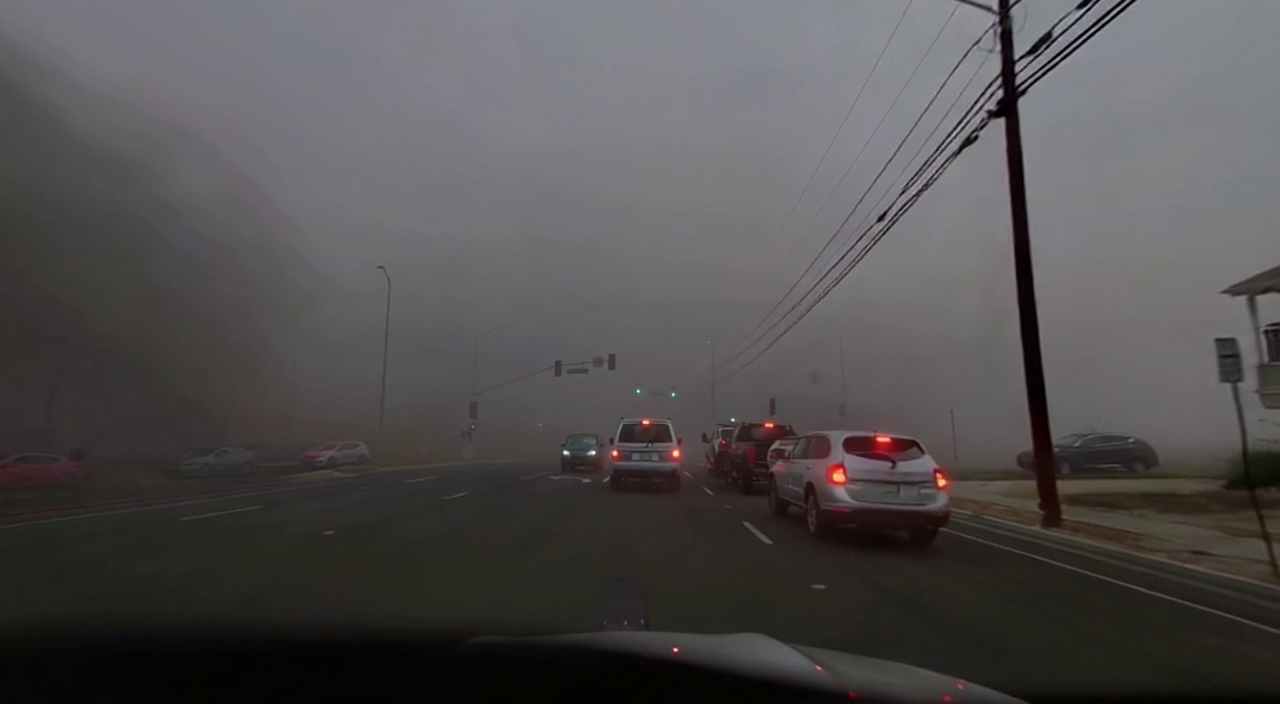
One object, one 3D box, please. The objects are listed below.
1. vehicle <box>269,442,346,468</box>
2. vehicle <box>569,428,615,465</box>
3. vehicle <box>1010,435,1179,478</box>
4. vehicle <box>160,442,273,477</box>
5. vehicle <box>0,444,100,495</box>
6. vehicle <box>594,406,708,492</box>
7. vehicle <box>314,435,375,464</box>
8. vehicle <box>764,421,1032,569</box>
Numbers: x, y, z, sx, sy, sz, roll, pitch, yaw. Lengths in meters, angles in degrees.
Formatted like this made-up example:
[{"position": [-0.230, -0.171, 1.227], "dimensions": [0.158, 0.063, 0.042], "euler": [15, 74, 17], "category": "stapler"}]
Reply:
[{"position": [-19.593, 6.073, 37.384], "dimensions": [1.830, 1.436, 4.771], "euler": [0, -8, 2], "category": "vehicle"}, {"position": [-2.536, 5.133, 34.334], "dimensions": [1.999, 1.864, 4.279], "euler": [0, -8, 3], "category": "vehicle"}, {"position": [16.632, 3.850, 23.279], "dimensions": [4.671, 1.495, 1.900], "euler": [-1, -8, 4], "category": "vehicle"}, {"position": [-19.670, 4.986, 29.566], "dimensions": [1.891, 1.460, 4.681], "euler": [0, -8, 3], "category": "vehicle"}, {"position": [-19.799, 3.601, 19.506], "dimensions": [1.866, 1.471, 4.770], "euler": [0, -8, 1], "category": "vehicle"}, {"position": [0.284, 2.752, 18.004], "dimensions": [2.769, 2.087, 5.130], "euler": [0, -8, 0], "category": "vehicle"}, {"position": [-19.826, 6.563, 42.492], "dimensions": [1.996, 1.809, 4.699], "euler": [0, -8, -3], "category": "vehicle"}, {"position": [3.108, 1.804, 8.702], "dimensions": [2.002, 1.511, 4.124], "euler": [0, -8, 1], "category": "vehicle"}]
